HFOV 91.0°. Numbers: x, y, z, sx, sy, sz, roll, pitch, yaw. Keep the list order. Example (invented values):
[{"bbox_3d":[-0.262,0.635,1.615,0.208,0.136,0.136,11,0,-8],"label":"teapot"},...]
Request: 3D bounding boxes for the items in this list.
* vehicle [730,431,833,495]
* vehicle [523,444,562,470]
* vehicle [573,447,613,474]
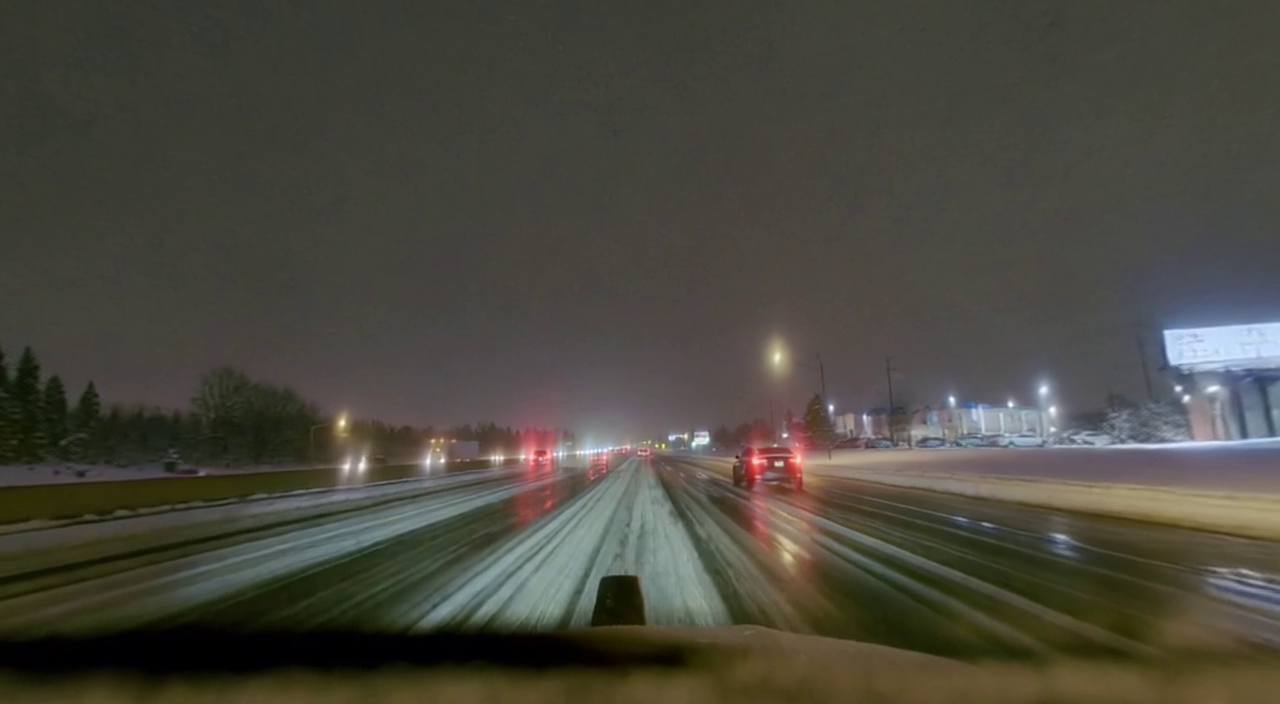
[{"bbox_3d":[4.318,3.485,20.092,2.109,1.764,4.704,0,-9,-1],"label":"vehicle"},{"bbox_3d":[-7.318,7.930,47.751,2.112,1.813,4.716,-1,-9,1],"label":"vehicle"},{"bbox_3d":[-2.818,6.606,38.692,2.139,1.510,4.506,-1,-9,0],"label":"vehicle"}]
